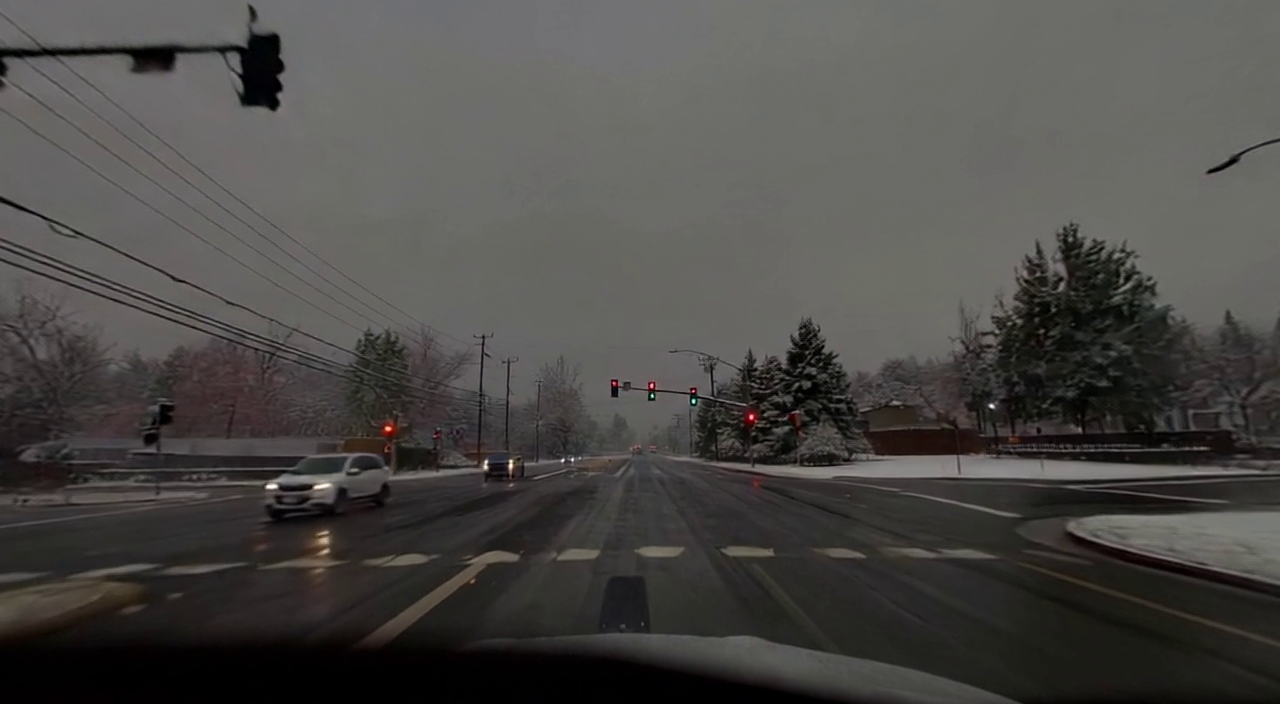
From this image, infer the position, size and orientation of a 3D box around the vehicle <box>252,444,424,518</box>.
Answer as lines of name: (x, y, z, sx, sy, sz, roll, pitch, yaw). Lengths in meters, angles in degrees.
vehicle: (-8.554, 3.674, 18.657, 2.206, 1.836, 5.559, 0, -9, 2)

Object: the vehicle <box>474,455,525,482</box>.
vehicle: (-8.554, 7.133, 38.713, 2.099, 1.468, 4.126, -1, -9, 2)
